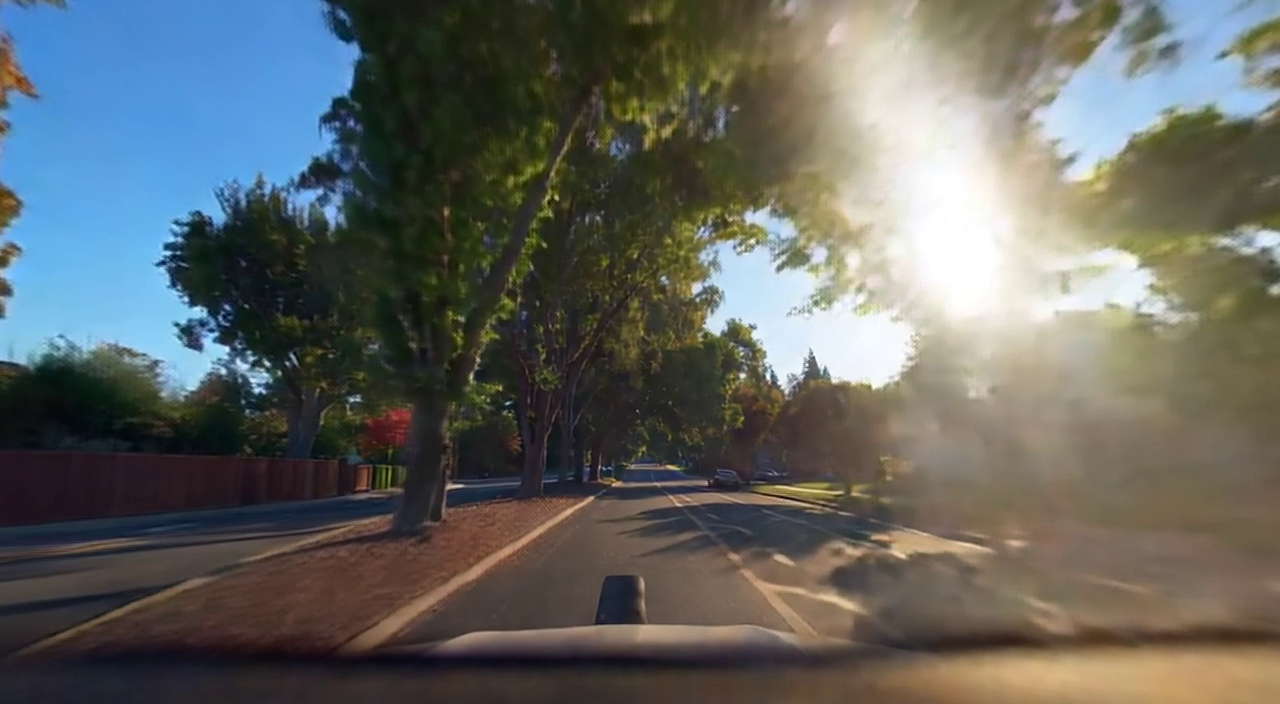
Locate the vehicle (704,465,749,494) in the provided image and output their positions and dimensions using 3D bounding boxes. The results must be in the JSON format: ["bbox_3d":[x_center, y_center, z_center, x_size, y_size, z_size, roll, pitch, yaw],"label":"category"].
[{"bbox_3d":[5.028,7.444,37.135,1.904,1.475,4.386,0,-9,-1],"label":"vehicle"}]
